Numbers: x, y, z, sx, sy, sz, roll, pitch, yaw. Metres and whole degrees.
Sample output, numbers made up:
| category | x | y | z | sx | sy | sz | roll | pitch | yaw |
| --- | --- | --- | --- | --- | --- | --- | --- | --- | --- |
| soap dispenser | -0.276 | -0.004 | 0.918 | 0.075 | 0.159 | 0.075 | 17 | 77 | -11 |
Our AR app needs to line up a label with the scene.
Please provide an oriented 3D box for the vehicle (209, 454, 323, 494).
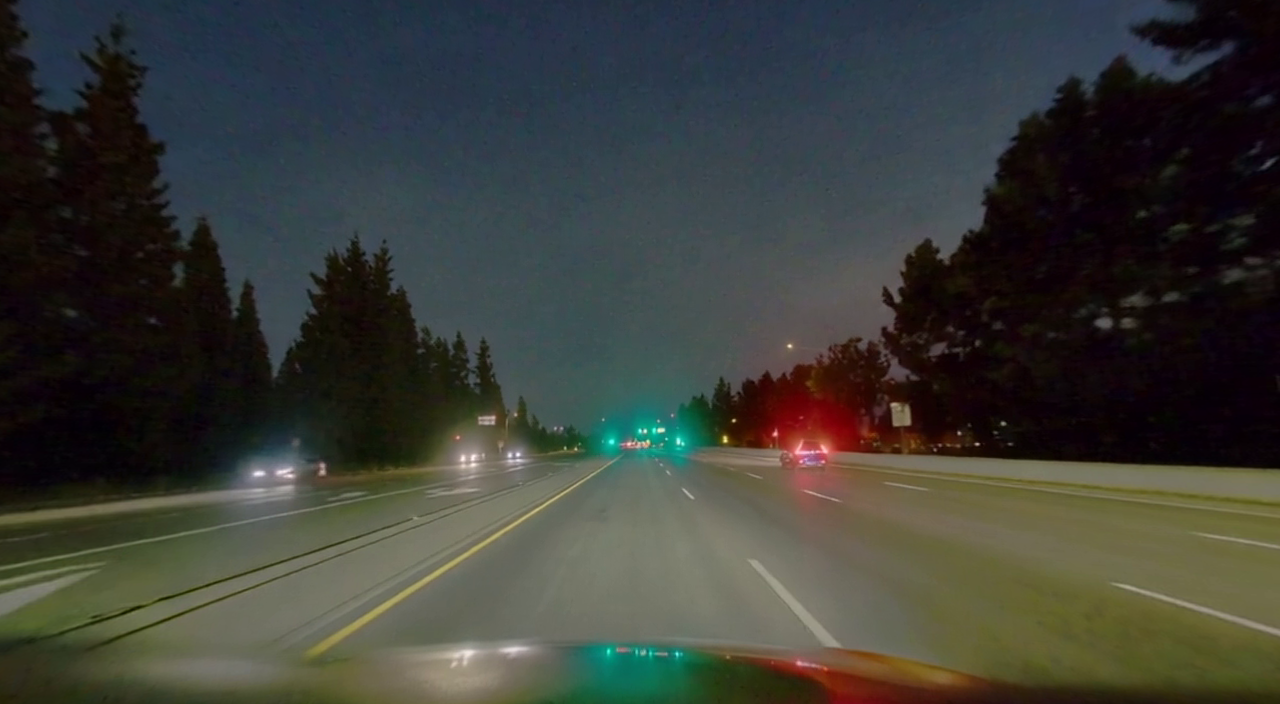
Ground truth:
| category | x | y | z | sx | sy | sz | roll | pitch | yaw |
| --- | --- | --- | --- | --- | --- | --- | --- | --- | --- |
| vehicle | -15.546 | 5.068 | 26.526 | 1.889 | 1.463 | 4.690 | -1 | -8 | 0 |

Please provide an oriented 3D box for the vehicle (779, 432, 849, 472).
| category | x | y | z | sx | sy | sz | roll | pitch | yaw |
| --- | --- | --- | --- | --- | --- | --- | --- | --- | --- |
| vehicle | 8.689 | 5.046 | 31.913 | 2.170 | 1.830 | 4.720 | 0 | -8 | 0 |
